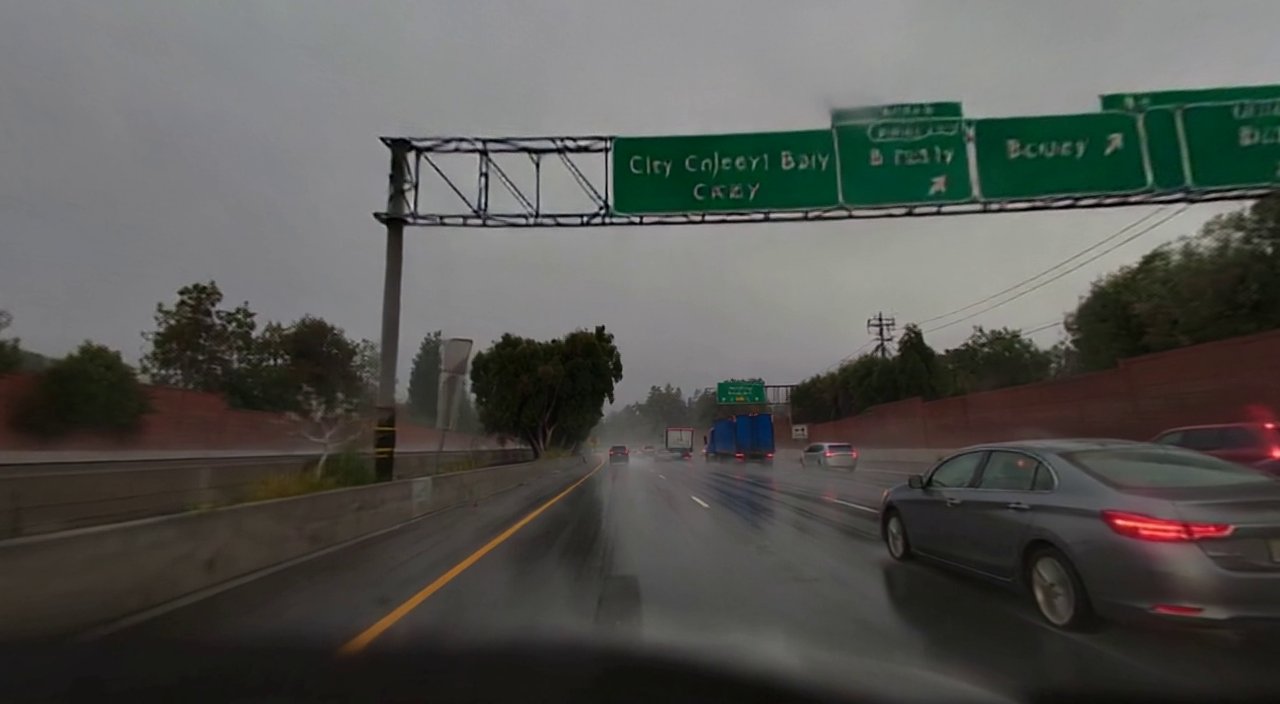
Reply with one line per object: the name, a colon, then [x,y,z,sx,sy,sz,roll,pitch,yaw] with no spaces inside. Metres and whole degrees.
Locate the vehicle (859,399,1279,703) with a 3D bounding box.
vehicle: [3.211,1.185,4.128,1.922,1.465,4.165,0,-9,-2]

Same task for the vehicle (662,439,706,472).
vehicle: [2.578,6.211,38.037,2.114,1.849,4.692,0,-9,-3]

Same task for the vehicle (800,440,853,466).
vehicle: [13.770,7.474,46.936,2.085,1.805,5.177,0,-9,-4]

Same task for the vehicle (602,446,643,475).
vehicle: [-1.007,5.895,34.527,2.083,1.477,3.965,0,-9,-3]
